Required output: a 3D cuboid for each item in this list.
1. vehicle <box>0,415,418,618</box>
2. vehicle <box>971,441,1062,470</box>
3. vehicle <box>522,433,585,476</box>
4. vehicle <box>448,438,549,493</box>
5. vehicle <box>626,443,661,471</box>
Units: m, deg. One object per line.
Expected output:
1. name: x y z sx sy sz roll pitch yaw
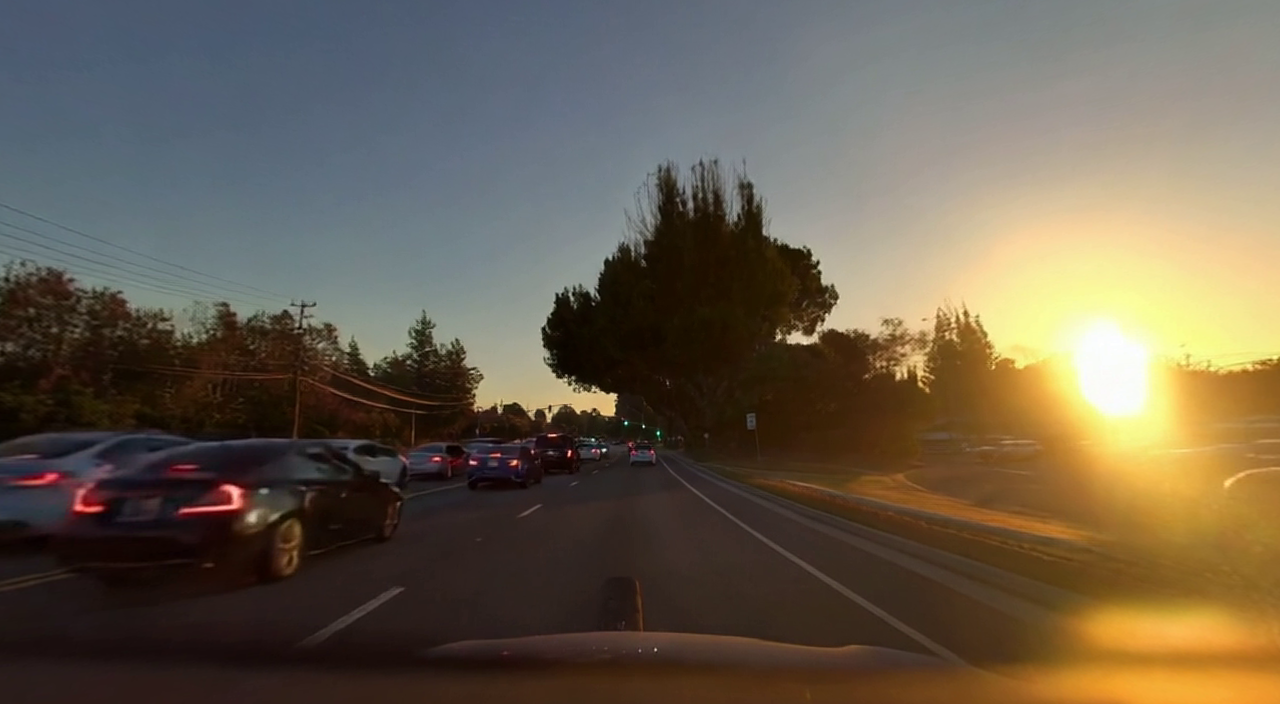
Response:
1. vehicle: -4.198 1.553 6.918 1.871 1.502 4.240 0 -8 2
2. vehicle: 27.520 7.565 46.178 5.193 1.955 2.249 0 -7 0
3. vehicle: -3.796 4.641 28.692 2.130 1.749 4.904 0 -8 1
4. vehicle: -4.145 3.397 19.256 1.975 1.447 4.356 0 -8 2
5. vehicle: 0.195 5.935 35.783 1.875 1.453 3.888 0 -8 0
